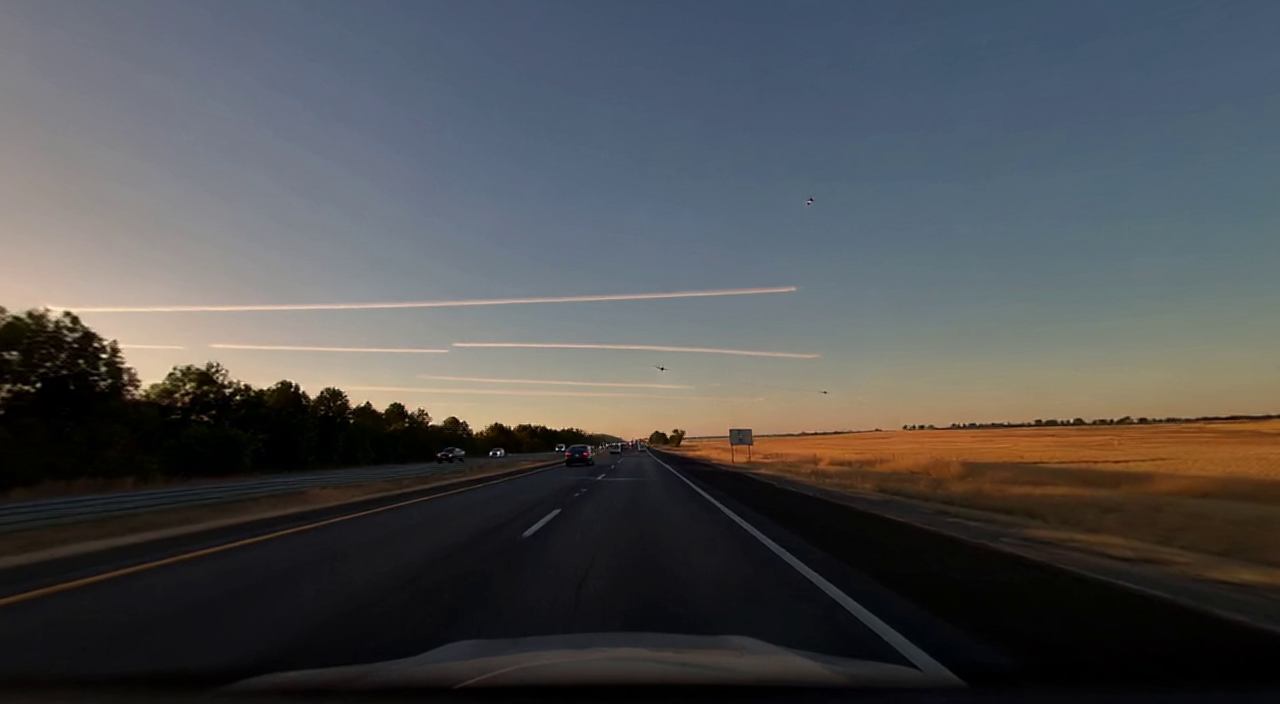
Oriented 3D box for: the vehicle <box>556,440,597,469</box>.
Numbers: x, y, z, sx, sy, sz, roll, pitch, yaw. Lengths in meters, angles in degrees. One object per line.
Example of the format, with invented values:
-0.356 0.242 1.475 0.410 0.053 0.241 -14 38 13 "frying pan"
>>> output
-3.973 6.539 40.257 2.132 1.701 4.303 0 -9 0 "vehicle"
